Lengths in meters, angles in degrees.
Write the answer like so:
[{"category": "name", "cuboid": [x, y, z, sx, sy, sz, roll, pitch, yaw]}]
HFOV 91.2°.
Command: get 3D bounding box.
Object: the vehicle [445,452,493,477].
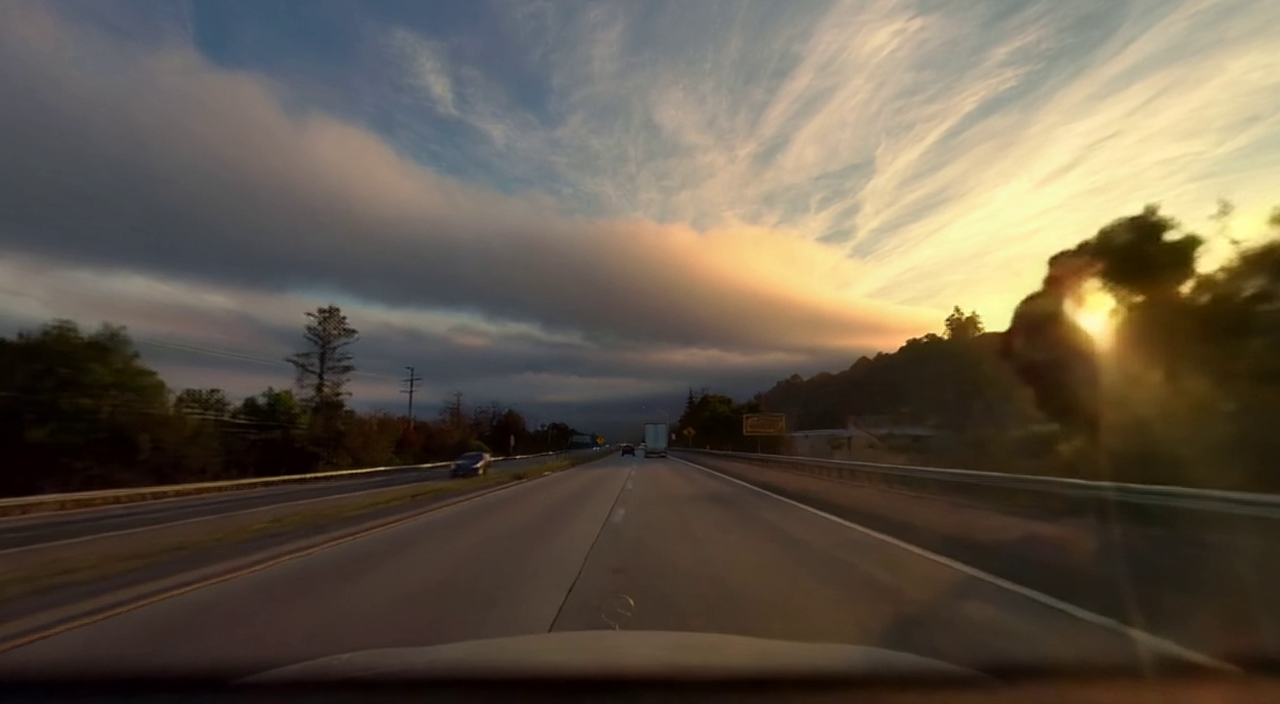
[{"category": "vehicle", "cuboid": [-11.494, 7.567, 42.376, 1.955, 1.524, 4.390, 0, -9, 1]}]
